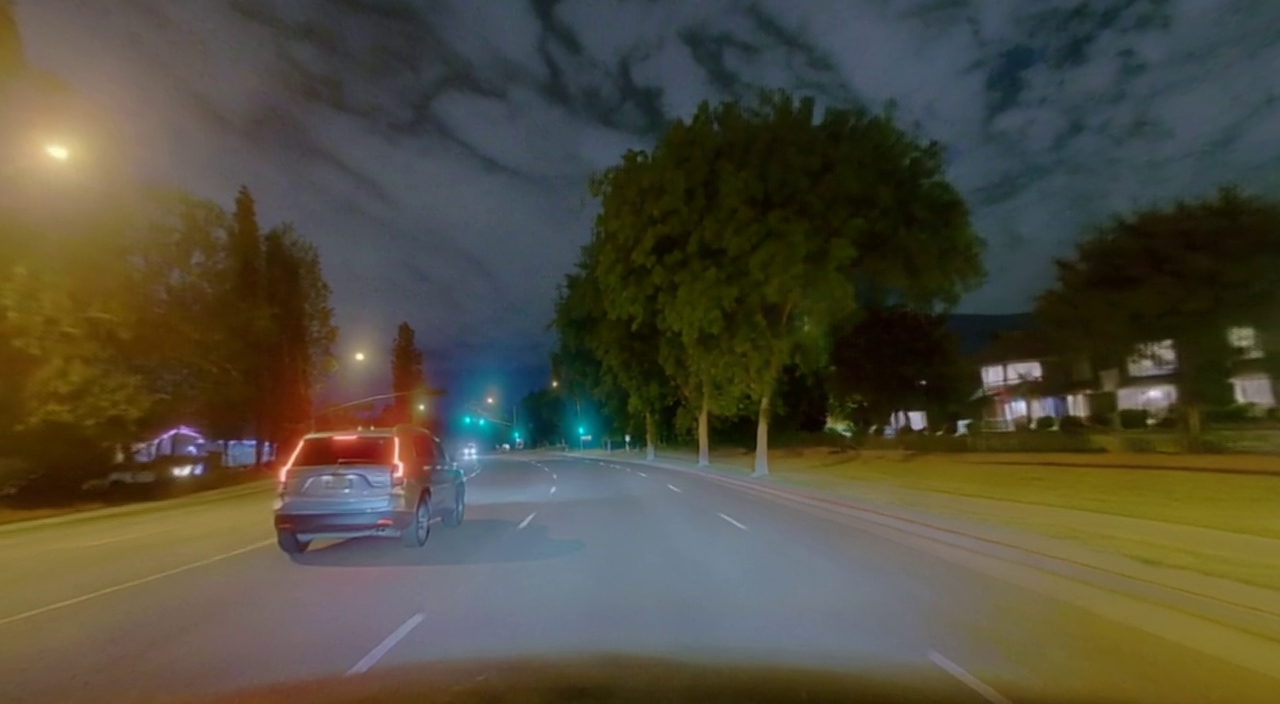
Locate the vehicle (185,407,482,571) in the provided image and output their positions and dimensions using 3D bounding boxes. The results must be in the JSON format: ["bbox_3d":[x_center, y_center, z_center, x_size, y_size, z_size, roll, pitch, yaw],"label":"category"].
[{"bbox_3d":[-3.917,1.828,9.219,2.175,1.772,4.442,0,-8,-1],"label":"vehicle"}]

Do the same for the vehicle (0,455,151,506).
[{"bbox_3d":[-24.394,5.515,27.262,4.809,1.471,2.012,-6,-8,-8],"label":"vehicle"}]

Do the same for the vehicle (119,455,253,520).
[{"bbox_3d":[-15.358,4.529,21.690,1.878,1.505,4.435,-8,-6,-10],"label":"vehicle"}]
